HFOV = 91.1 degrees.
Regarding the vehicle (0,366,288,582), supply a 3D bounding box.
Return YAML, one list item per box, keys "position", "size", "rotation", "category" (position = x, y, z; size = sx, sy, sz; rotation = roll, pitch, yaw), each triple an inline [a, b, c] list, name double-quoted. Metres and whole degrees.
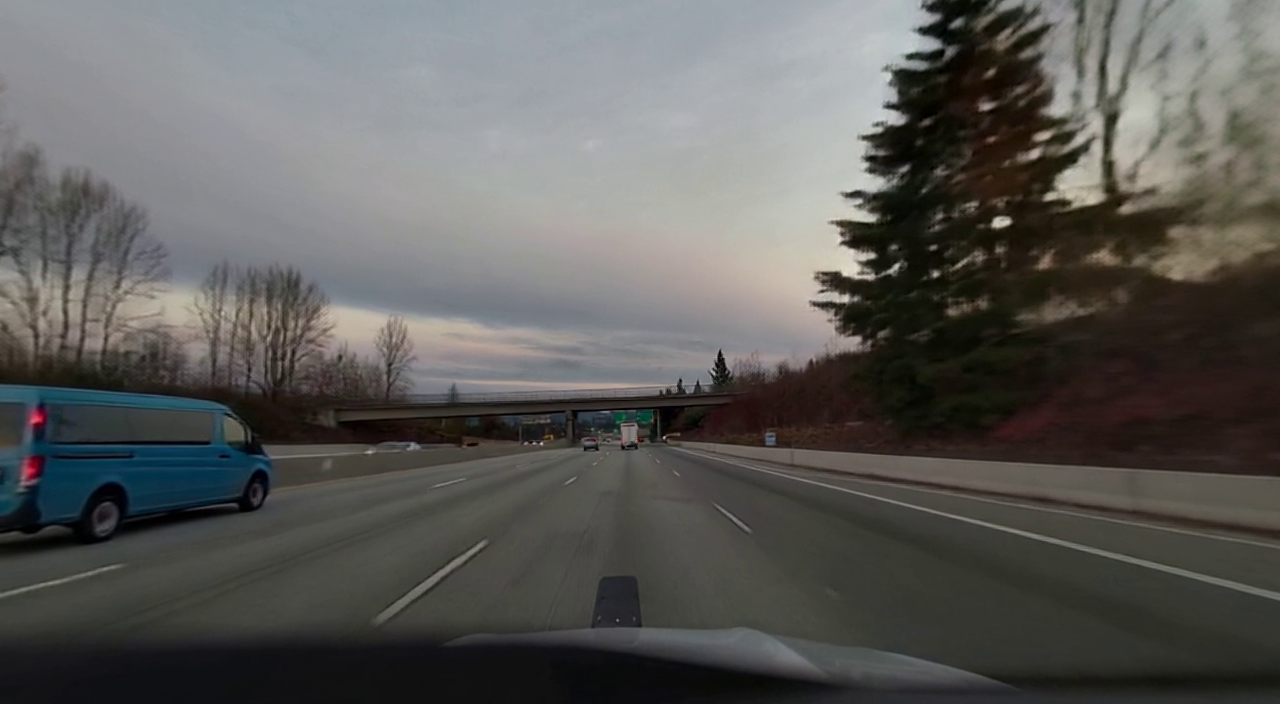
- position: [-7.112, 1.448, 8.102]
  size: [2.150, 1.996, 5.341]
  rotation: [0, -8, -2]
  category: "vehicle"
